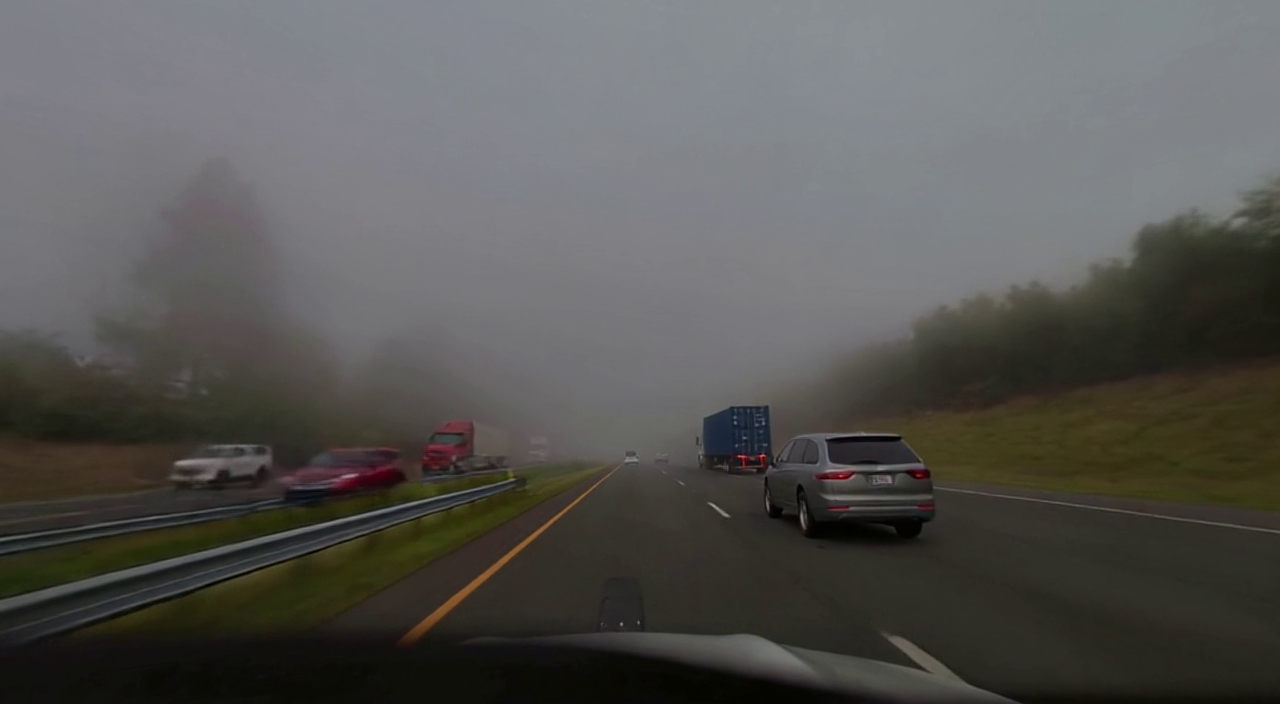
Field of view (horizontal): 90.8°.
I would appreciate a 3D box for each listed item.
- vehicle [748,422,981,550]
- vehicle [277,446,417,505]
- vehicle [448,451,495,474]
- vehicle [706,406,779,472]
[{"bbox_3d":[3.356,2.115,10.629,2.130,1.658,4.537,0,-9,-2],"label":"vehicle"},{"bbox_3d":[-8.148,3.450,18.106,1.809,1.453,4.501,0,-9,1],"label":"vehicle"},{"bbox_3d":[-11.336,7.463,42.754,1.879,1.456,4.460,0,-9,1],"label":"vehicle"},{"bbox_3d":[7.095,6.460,46.262,2.882,4.109,13.567,0,-9,-1],"label":"vehicle"}]
